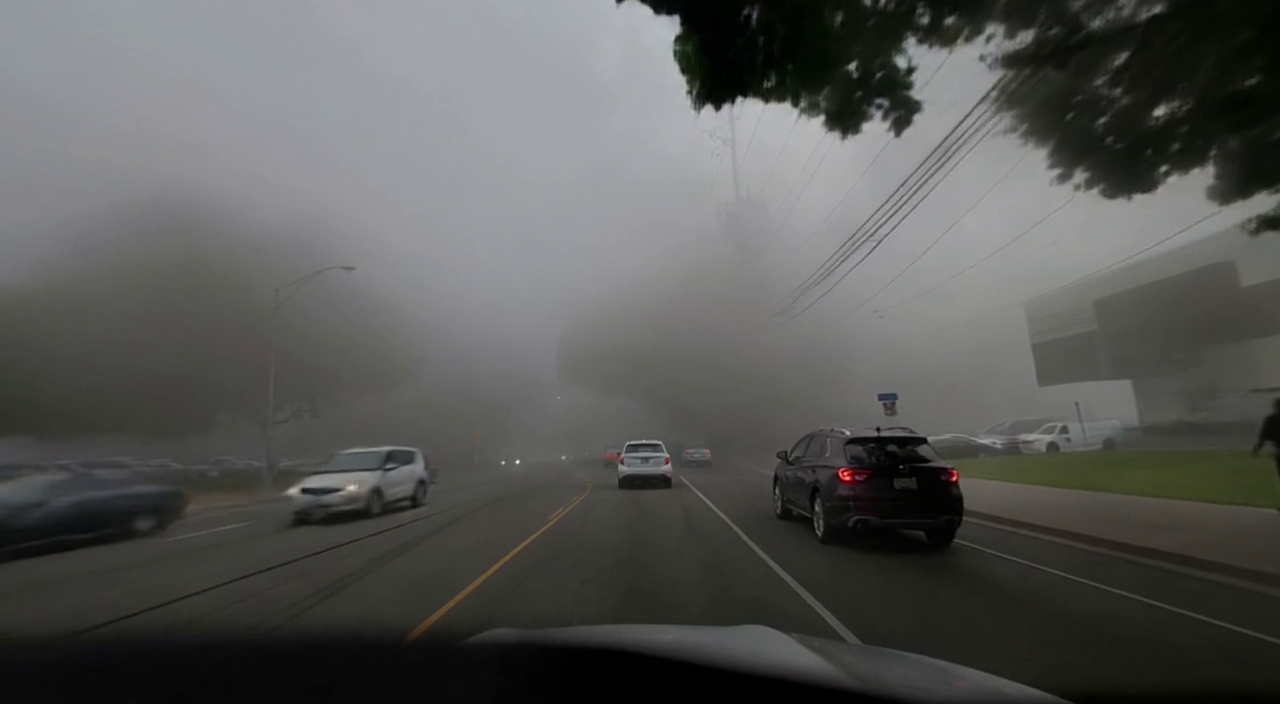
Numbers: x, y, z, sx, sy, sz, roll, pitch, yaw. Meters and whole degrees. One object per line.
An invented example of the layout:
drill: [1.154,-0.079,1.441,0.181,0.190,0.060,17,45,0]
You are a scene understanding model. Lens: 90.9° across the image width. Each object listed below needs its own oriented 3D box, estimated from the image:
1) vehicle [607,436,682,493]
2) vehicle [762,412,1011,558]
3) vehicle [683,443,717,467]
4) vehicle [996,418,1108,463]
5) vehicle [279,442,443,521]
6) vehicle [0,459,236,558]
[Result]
vehicle: [0.133,3.615,20.634,2.200,1.653,4.127,0,-9,0]
vehicle: [3.373,1.922,9.813,2.024,1.711,4.512,0,-9,0]
vehicle: [3.938,6.876,42.152,1.880,1.503,4.130,0,-9,0]
vehicle: [18.719,4.138,28.986,1.950,1.797,4.967,-3,-10,3]
vehicle: [-6.658,3.092,15.711,2.008,1.638,4.552,0,-9,0]
vehicle: [-10.542,2.940,12.563,1.967,1.494,4.483,0,-9,0]
